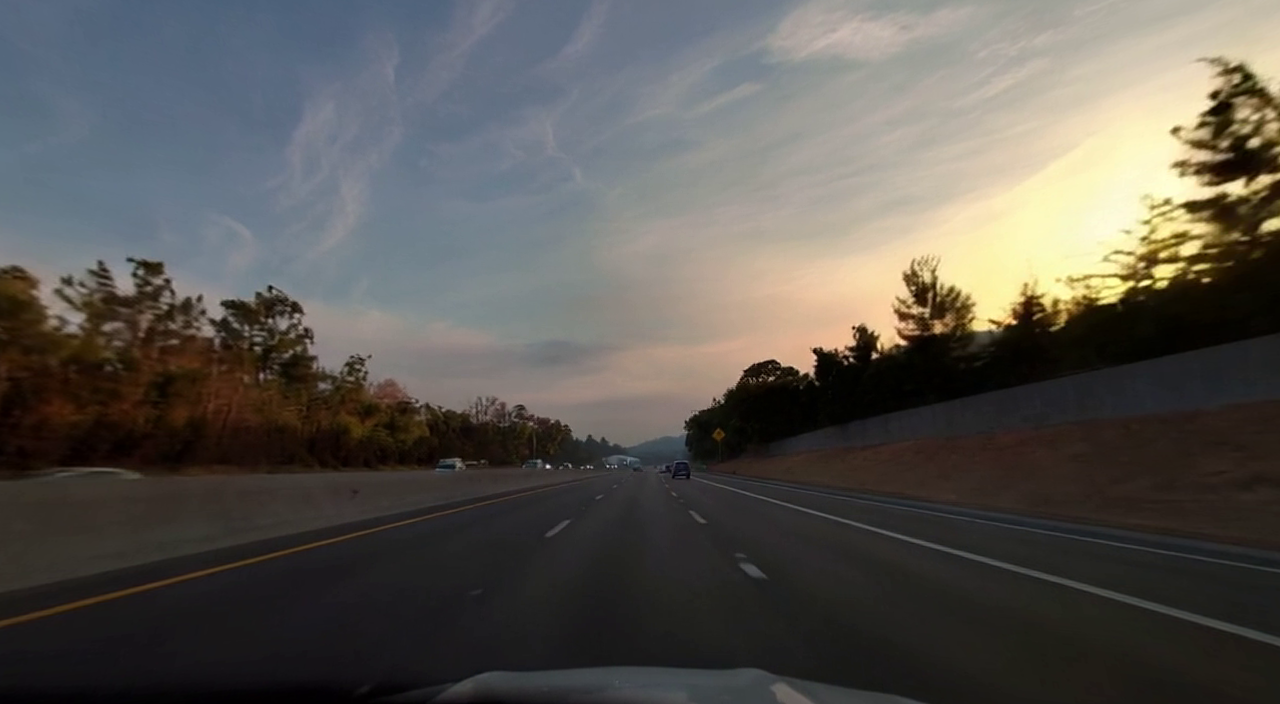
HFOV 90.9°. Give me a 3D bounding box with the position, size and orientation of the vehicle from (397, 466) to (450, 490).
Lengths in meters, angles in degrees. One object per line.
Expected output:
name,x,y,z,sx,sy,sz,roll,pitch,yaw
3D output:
vehicle,-14.429,8.412,42.305,1.795,1.496,4.754,1,-10,1
